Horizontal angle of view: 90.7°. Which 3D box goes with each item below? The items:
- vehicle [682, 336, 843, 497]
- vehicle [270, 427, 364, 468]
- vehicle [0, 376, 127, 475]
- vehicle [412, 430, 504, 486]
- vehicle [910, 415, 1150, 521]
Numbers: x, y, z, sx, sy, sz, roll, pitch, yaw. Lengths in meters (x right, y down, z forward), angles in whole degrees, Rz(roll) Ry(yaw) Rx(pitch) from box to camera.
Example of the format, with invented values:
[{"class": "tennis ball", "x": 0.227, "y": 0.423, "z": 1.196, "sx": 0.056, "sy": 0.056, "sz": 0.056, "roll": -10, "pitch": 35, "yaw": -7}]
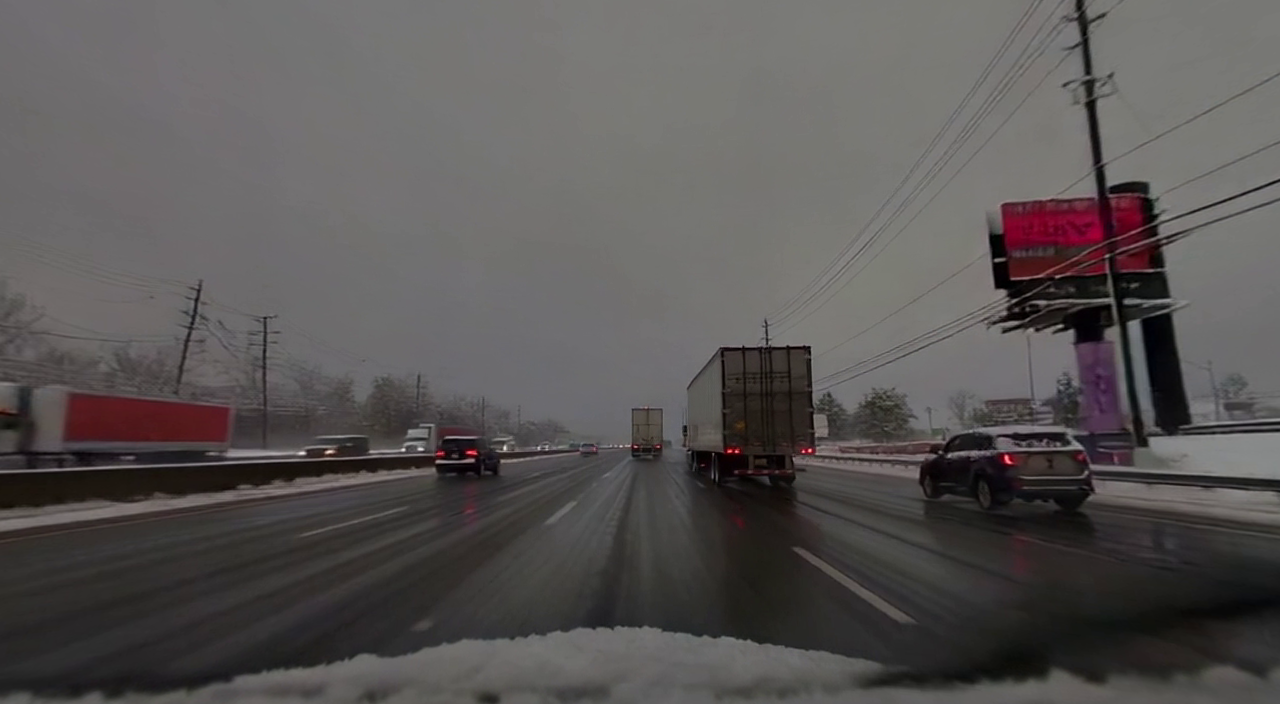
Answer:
[{"class": "vehicle", "x": 3.669, "y": 2.867, "z": 24.606, "sx": 2.892, "sy": 4.152, "sz": 16.575, "roll": 0, "pitch": -9, "yaw": 0}, {"class": "vehicle", "x": -16.665, "y": 4.981, "z": 32.969, "sx": 2.315, "sy": 1.940, "sz": 4.685, "roll": 0, "pitch": -9, "yaw": 1}, {"class": "vehicle", "x": -27.553, "y": 3.230, "z": 27.401, "sx": 2.998, "sy": 3.998, "sz": 8.850, "roll": 0, "pitch": -9, "yaw": 1}, {"class": "vehicle", "x": -6.611, "y": 3.927, "z": 23.614, "sx": 2.004, "sy": 1.846, "sz": 4.739, "roll": 0, "pitch": -9, "yaw": 0}, {"class": "vehicle", "x": 7.839, "y": 2.376, "z": 13.440, "sx": 2.115, "sy": 1.844, "sz": 4.522, "roll": 0, "pitch": -9, "yaw": -1}]
